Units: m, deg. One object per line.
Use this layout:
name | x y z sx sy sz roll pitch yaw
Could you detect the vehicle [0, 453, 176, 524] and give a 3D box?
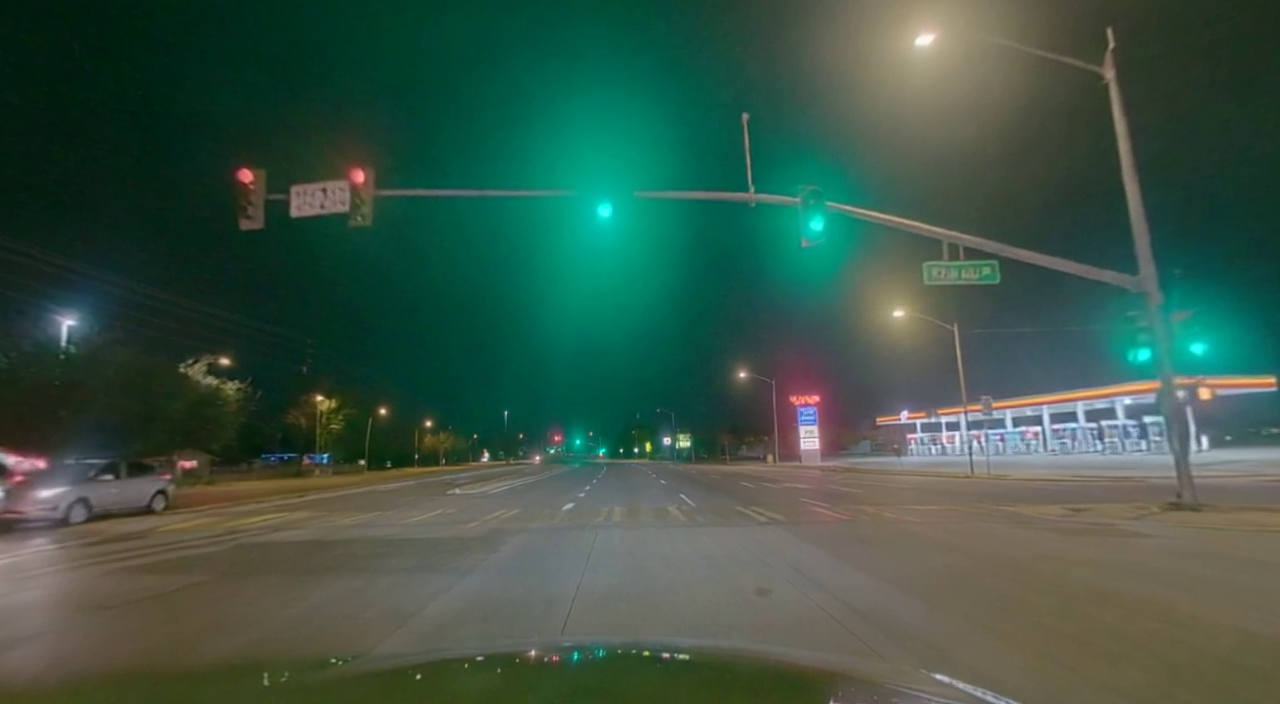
vehicle | -15.158 3.554 17.032 2.053 1.598 4.336 0 -9 -2
